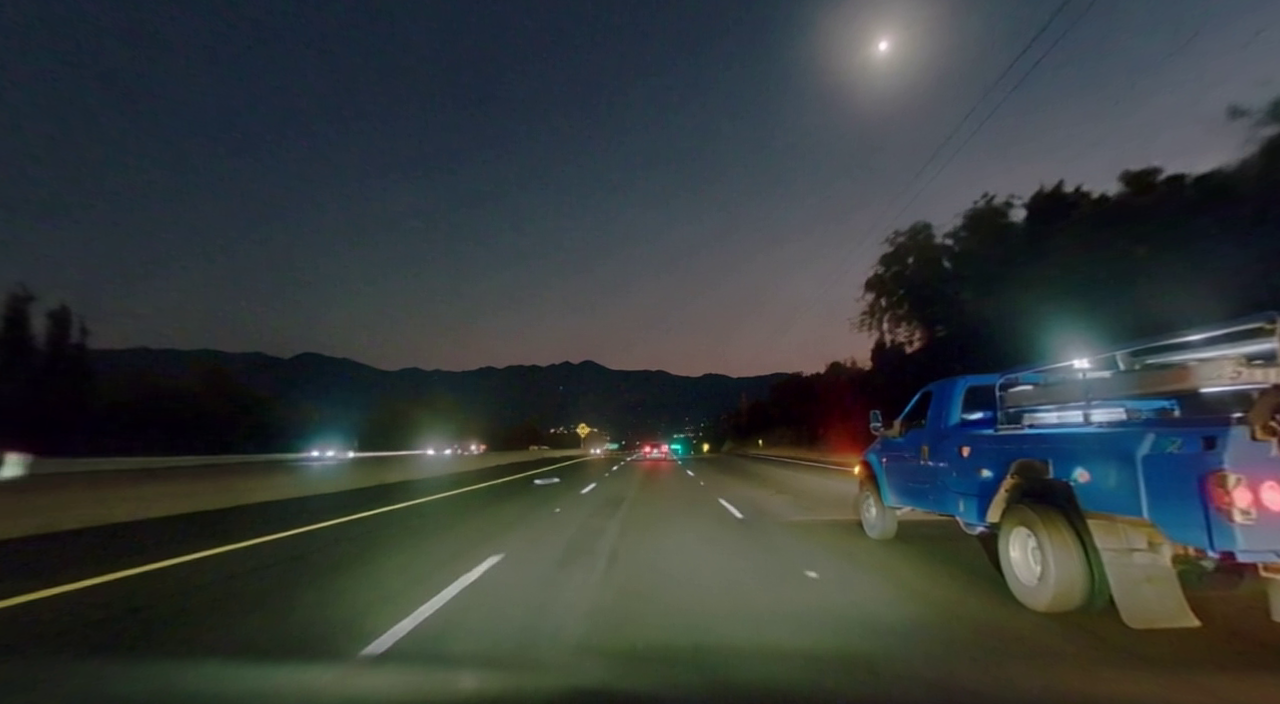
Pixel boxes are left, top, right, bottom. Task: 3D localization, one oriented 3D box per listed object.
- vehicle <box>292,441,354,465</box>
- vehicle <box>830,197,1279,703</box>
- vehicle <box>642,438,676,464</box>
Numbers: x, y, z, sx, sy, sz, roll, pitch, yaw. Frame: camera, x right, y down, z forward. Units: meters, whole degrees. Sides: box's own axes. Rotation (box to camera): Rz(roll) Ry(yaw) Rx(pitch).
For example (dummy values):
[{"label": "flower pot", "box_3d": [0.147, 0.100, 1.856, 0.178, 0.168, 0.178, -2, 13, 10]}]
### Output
[{"label": "vehicle", "box_3d": [-25.082, 8.015, 49.886, 2.176, 1.793, 4.917, -1, -9, 3]}, {"label": "vehicle", "box_3d": [3.759, 0.891, 4.877, 2.538, 2.228, 6.370, 0, -9, 0]}, {"label": "vehicle", "box_3d": [1.148, 6.385, 40.489, 2.034, 1.549, 4.147, 0, -9, 0]}]
